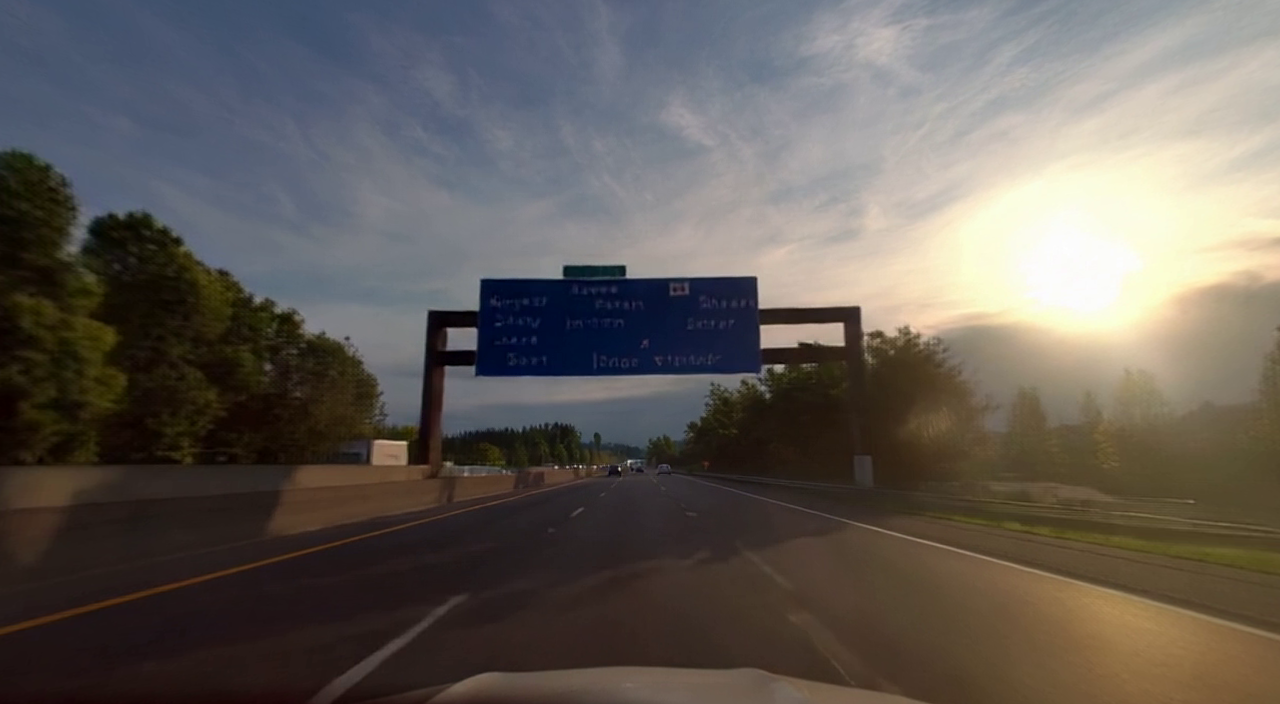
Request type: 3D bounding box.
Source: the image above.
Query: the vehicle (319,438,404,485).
[{"bbox_3d":[-19.005,7.604,43.385,2.527,2.934,6.701,1,-11,1],"label":"vehicle"}]
